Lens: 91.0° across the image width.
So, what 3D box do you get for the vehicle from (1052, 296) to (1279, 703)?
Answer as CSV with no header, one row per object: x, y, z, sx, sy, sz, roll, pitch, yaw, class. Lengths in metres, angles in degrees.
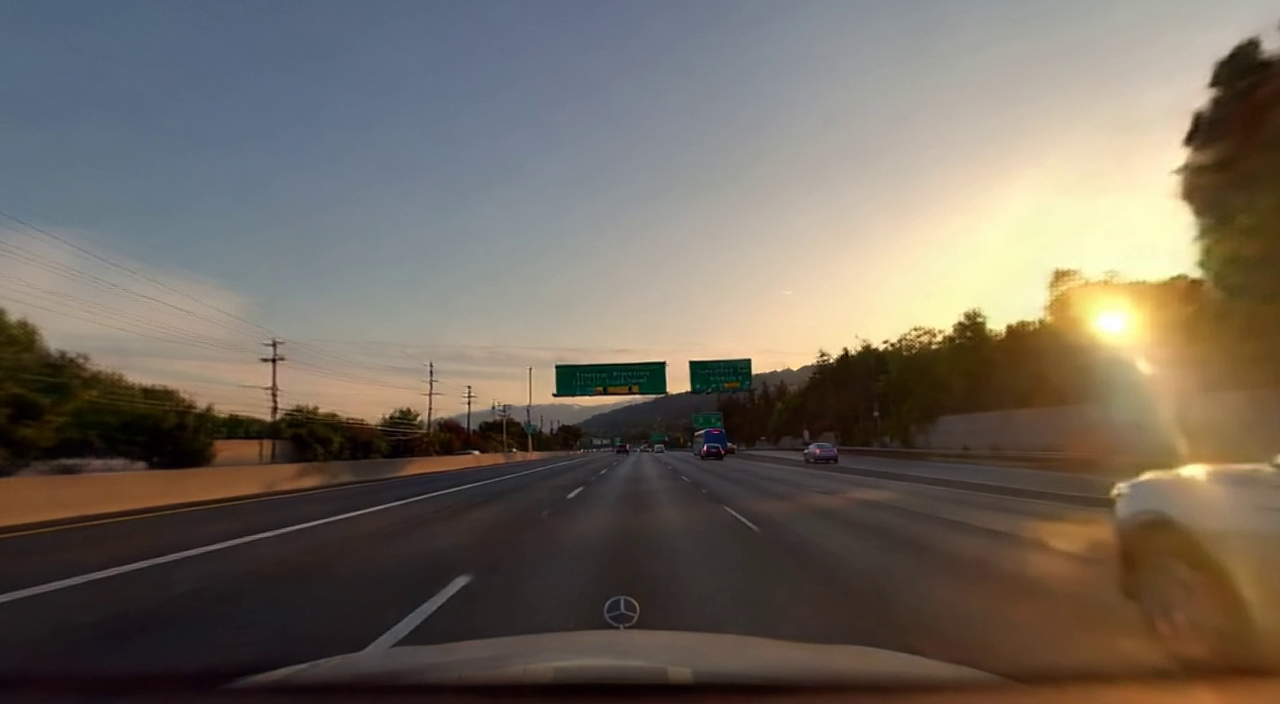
3.564,0.534,1.190,2.207,1.850,4.875,0,-9,0,vehicle
